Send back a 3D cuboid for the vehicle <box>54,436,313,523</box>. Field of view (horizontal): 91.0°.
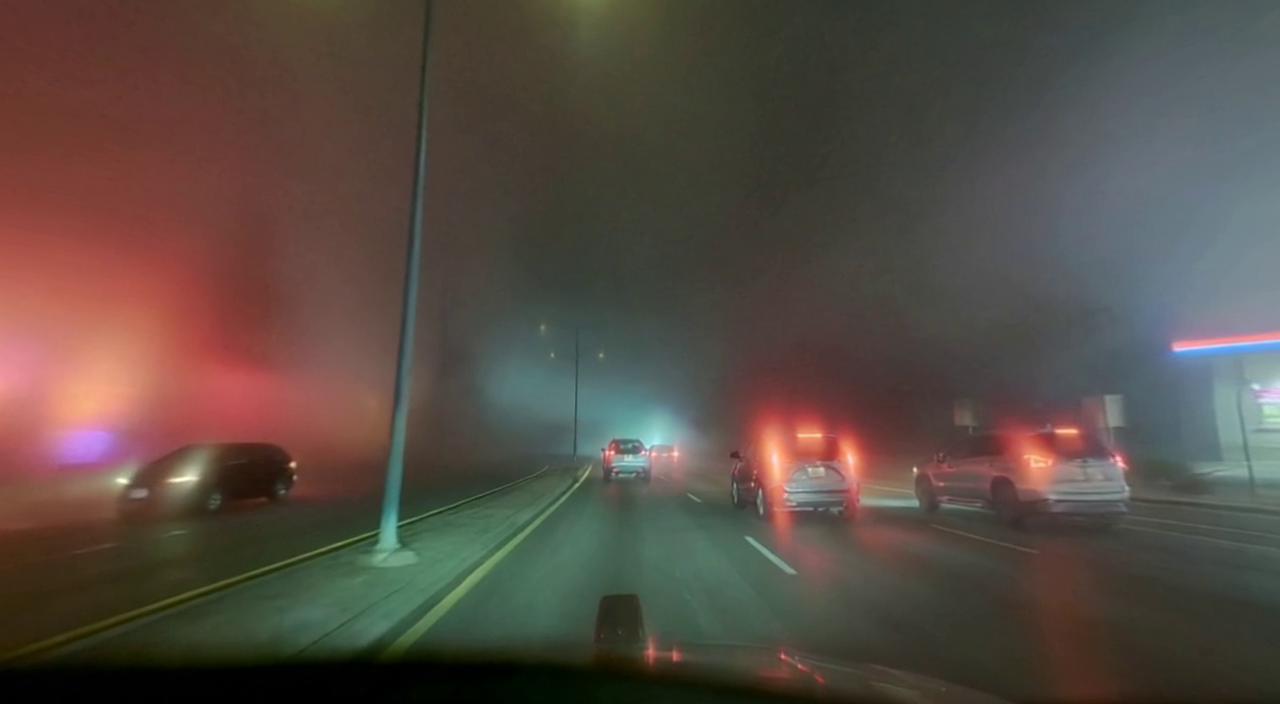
[{"bbox_3d":[-8.812,2.464,12.815,1.872,1.439,4.507,0,-8,0],"label":"vehicle"}]

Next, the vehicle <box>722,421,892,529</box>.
[{"bbox_3d":[3.027,2.334,12.489,2.000,1.745,4.206,0,-8,-3],"label":"vehicle"}]

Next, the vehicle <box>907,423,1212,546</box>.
[{"bbox_3d":[6.676,2.125,10.829,2.047,1.653,4.423,0,-8,-2],"label":"vehicle"}]

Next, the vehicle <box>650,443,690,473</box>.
[{"bbox_3d":[1.631,5.995,35.916,1.800,1.592,3.658,1,-8,-5],"label":"vehicle"}]

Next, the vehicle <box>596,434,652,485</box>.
[{"bbox_3d":[-0.675,4.194,24.878,2.051,1.798,4.168,0,-8,-3],"label":"vehicle"}]
